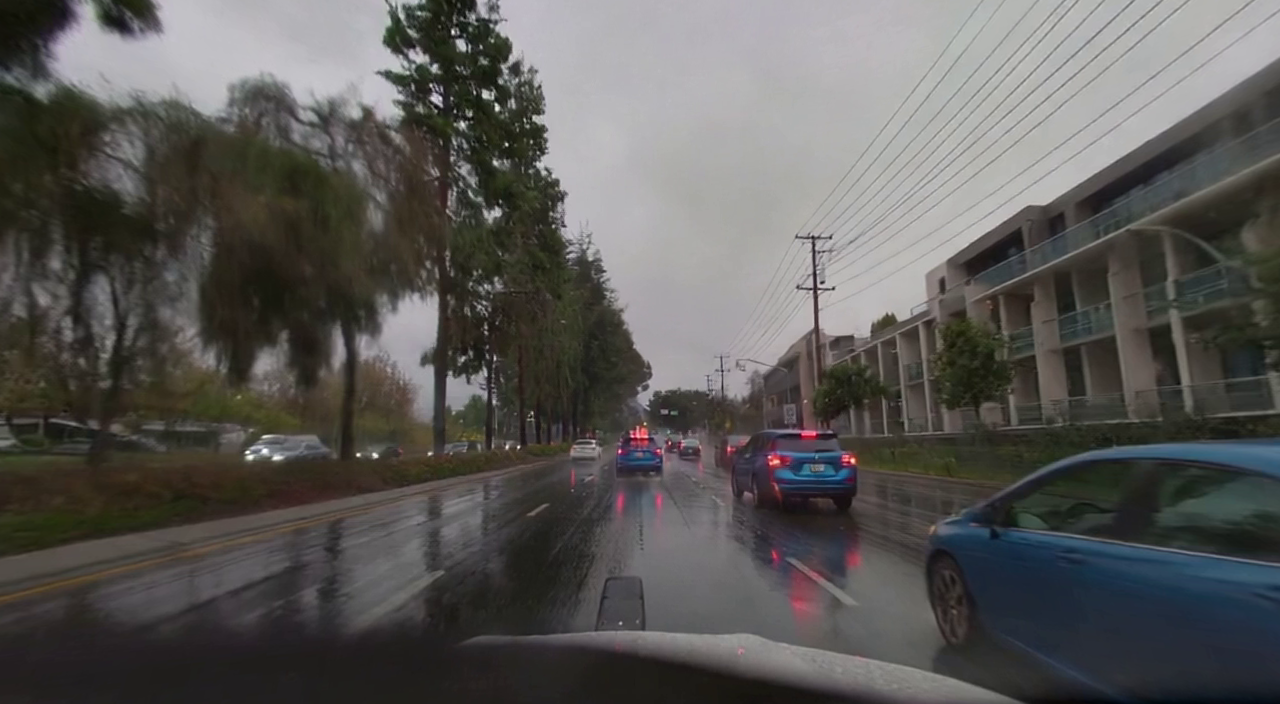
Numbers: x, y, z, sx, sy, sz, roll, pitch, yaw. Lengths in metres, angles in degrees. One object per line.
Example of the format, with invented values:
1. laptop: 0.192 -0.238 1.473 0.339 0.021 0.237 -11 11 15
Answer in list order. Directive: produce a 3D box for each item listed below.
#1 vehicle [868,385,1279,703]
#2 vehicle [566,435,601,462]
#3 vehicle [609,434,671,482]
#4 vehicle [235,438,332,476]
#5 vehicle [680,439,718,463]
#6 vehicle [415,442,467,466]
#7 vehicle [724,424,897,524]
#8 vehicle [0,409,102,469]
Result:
1. vehicle: 3.022 1.033 3.175 2.065 1.489 4.417 0 -8 -1
2. vehicle: -3.991 6.931 45.381 2.104 1.773 4.338 0 -8 1
3. vehicle: 0.011 3.842 23.153 2.073 1.606 3.933 0 -8 0
4. vehicle: -16.810 4.960 30.091 1.944 1.624 4.561 0 -8 0
5. vehicle: 3.863 6.537 41.912 2.054 1.461 4.321 0 -8 0
6. vehicle: -13.128 6.729 41.903 1.932 1.455 4.485 0 -8 1
7. vehicle: 3.188 2.402 13.055 2.123 1.657 4.719 0 -8 -2
8. vehicle: -44.176 5.910 43.154 11.033 3.961 3.142 1 -8 -7
